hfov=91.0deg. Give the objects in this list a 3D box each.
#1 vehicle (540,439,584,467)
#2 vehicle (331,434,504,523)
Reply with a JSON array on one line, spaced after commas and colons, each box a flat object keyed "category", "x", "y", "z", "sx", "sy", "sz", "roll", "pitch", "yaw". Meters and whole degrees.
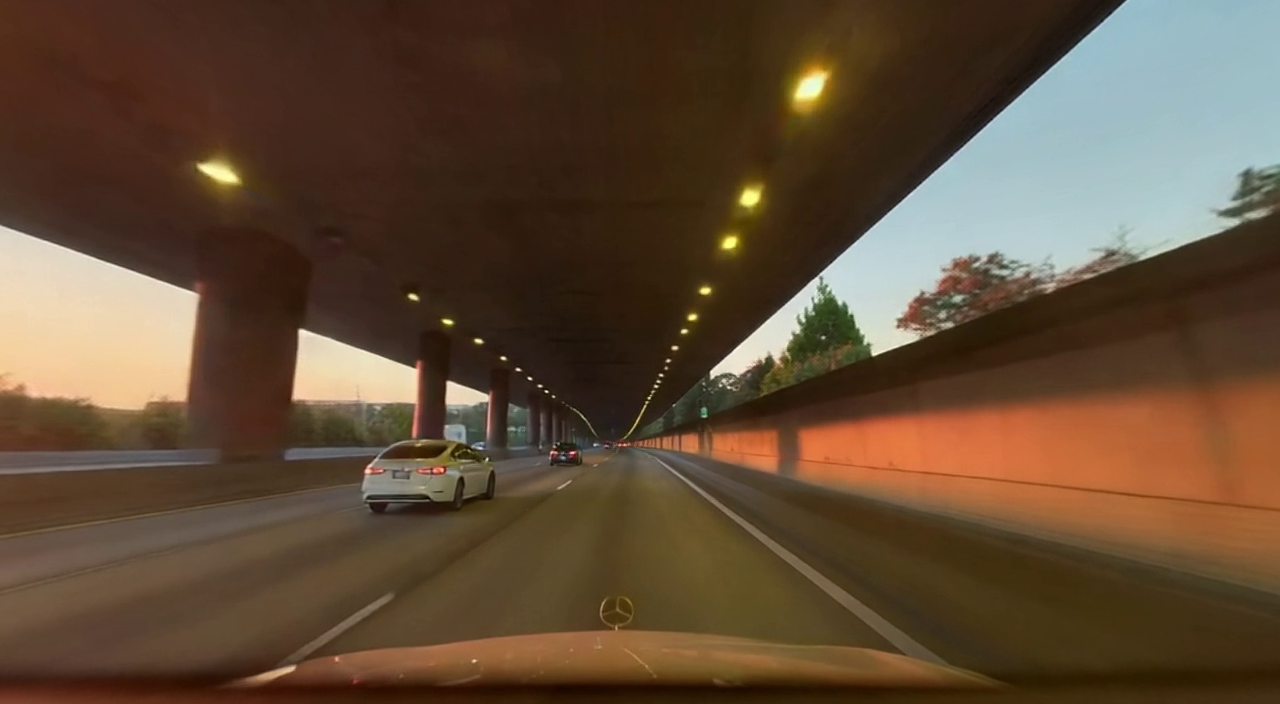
[{"category": "vehicle", "x": -4.370, "y": 5.731, "z": 35.791, "sx": 1.973, "sy": 1.474, "sz": 4.199, "roll": 0, "pitch": -8, "yaw": 0}, {"category": "vehicle", "x": -4.109, "y": 2.382, "z": 12.474, "sx": 1.885, "sy": 1.424, "sz": 4.230, "roll": 0, "pitch": -8, "yaw": 0}]
